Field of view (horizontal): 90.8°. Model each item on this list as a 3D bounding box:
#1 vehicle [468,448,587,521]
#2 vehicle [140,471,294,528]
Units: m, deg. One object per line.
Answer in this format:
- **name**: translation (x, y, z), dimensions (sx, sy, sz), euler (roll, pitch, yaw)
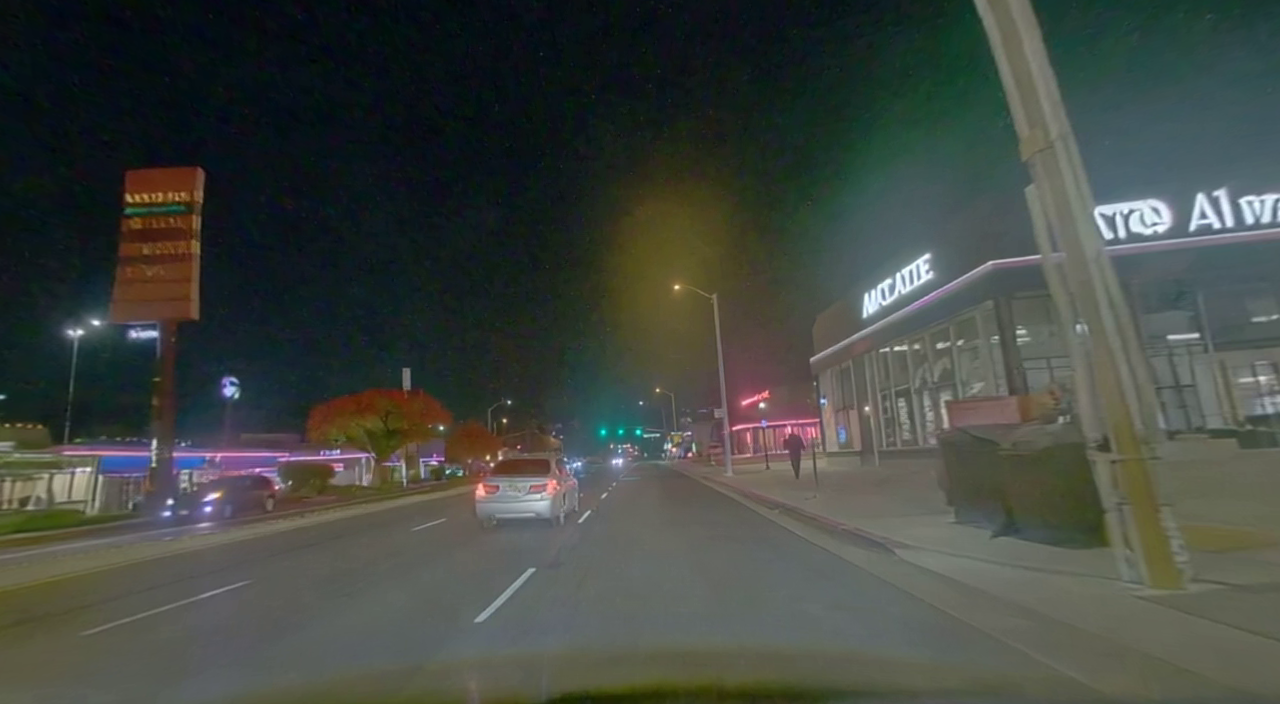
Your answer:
- **vehicle**: translation (-2.448, 2.998, 14.849), dimensions (1.977, 1.451, 4.032), euler (-1, -9, 1)
- **vehicle**: translation (-13.677, 4.750, 20.825), dimensions (1.922, 1.481, 4.441), euler (-1, -9, 1)
